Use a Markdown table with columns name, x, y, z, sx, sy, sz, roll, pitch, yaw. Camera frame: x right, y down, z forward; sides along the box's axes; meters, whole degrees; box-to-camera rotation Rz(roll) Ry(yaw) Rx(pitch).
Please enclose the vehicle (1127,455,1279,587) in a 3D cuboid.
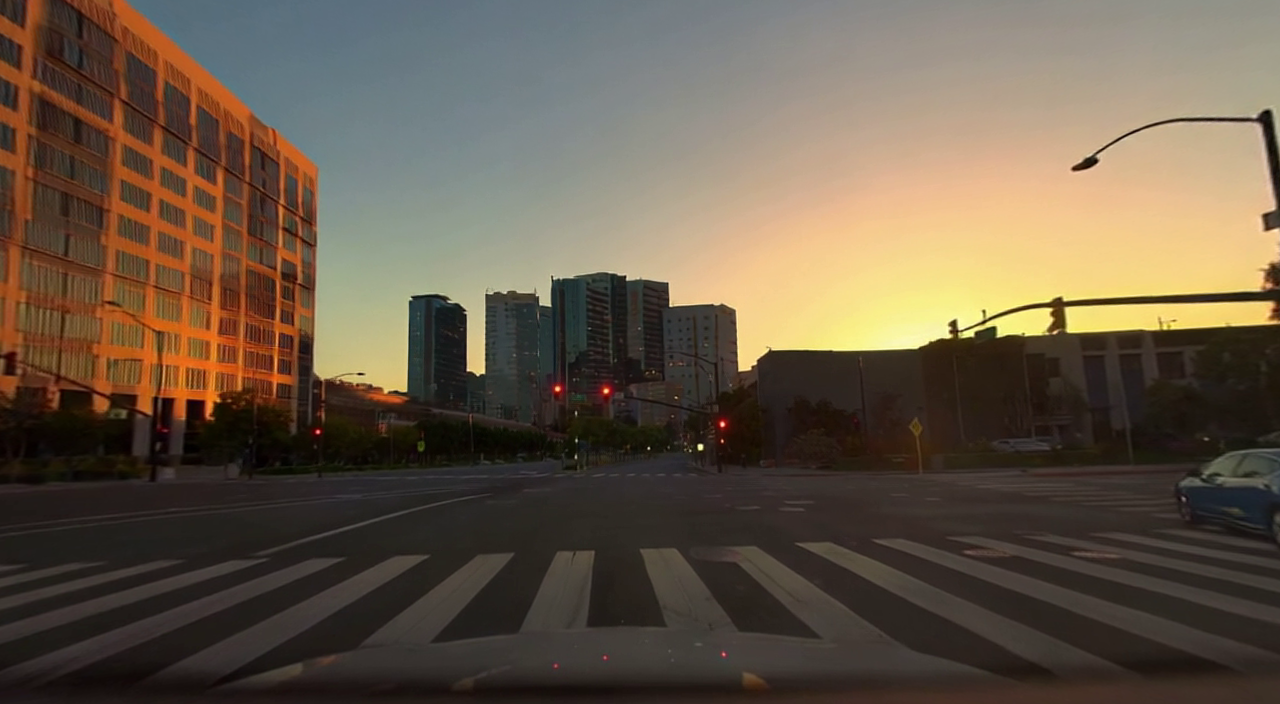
| name | x | y | z | sx | sy | sz | roll | pitch | yaw |
| --- | --- | --- | --- | --- | --- | --- | --- | --- | --- |
| vehicle | 8.211 | 1.972 | 7.536 | 1.935 | 1.421 | 4.716 | -2 | -9 | 13 |
